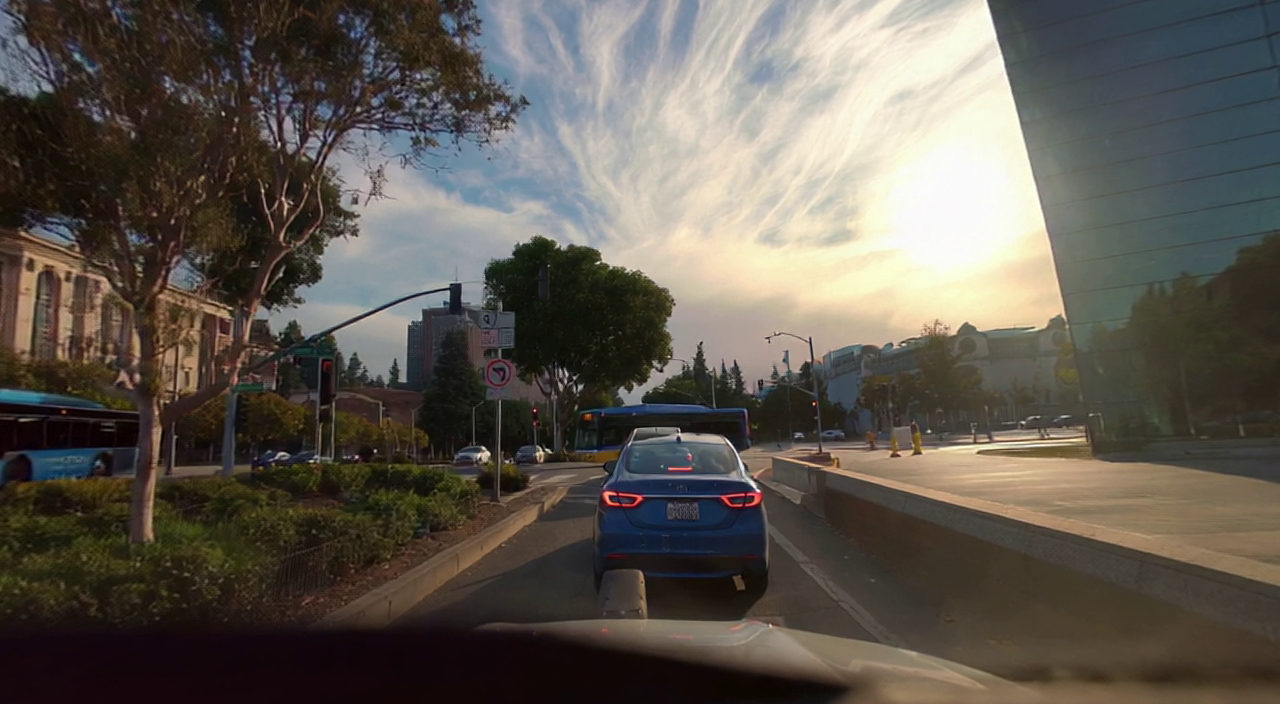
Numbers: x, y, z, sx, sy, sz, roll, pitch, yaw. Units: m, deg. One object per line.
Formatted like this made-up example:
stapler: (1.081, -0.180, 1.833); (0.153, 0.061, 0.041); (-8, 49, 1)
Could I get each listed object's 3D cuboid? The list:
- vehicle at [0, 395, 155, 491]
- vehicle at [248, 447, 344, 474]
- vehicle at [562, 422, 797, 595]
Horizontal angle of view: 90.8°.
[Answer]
vehicle: (-25.952, 3.650, 25.329); (2.692, 3.685, 10.153); (-3, -9, 20)
vehicle: (-20.328, 6.383, 37.602); (1.883, 1.461, 4.830); (-4, -9, 23)
vehicle: (0.372, 1.629, 7.392); (2.006, 1.470, 3.799); (0, -8, 1)
